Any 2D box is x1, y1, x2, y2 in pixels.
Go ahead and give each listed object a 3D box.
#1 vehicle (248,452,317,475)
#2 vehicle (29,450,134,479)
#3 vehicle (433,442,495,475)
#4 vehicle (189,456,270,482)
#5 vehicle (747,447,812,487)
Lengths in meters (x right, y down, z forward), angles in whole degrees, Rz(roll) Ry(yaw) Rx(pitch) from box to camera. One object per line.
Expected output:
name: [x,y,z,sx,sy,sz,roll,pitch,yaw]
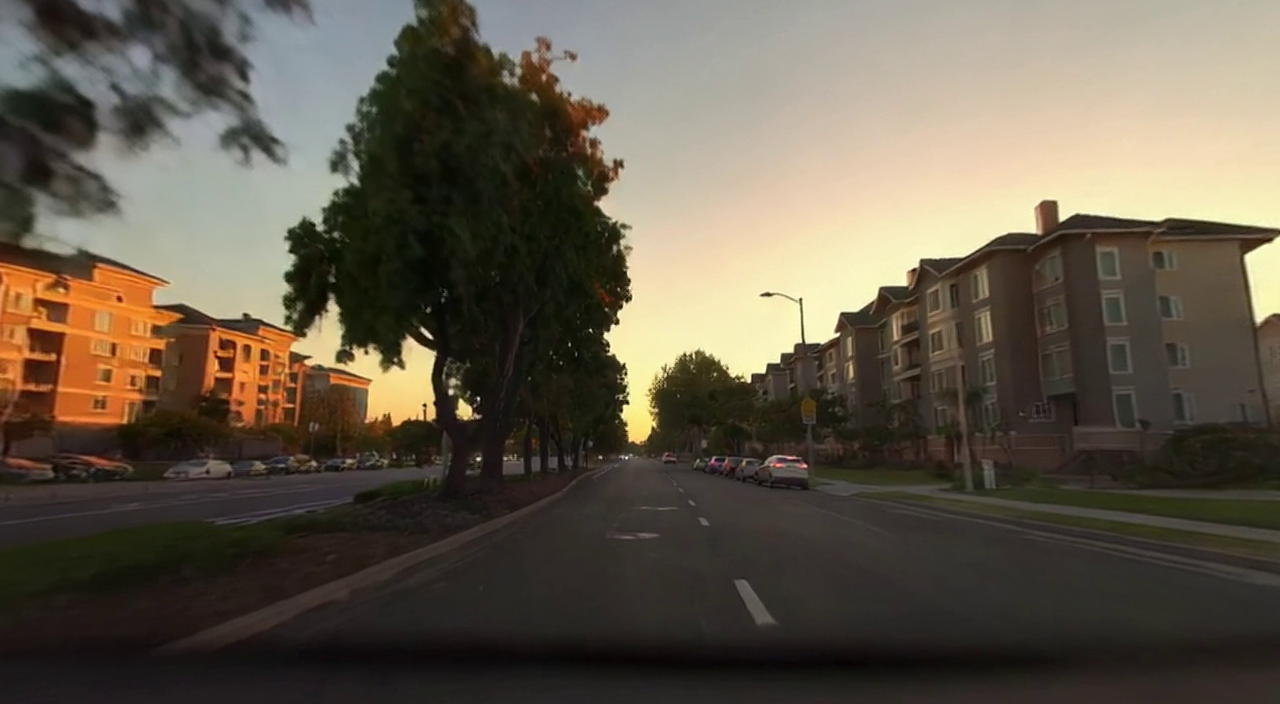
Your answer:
vehicle: [-25.543,7.948,45.155,1.939,1.514,4.793,0,-9,3]
vehicle: [-32.473,6.528,36.692,1.836,1.533,4.324,-8,-12,43]
vehicle: [-11.823,7.190,42.857,2.445,2.105,5.995,0,-9,0]
vehicle: [-25.761,7.317,39.675,1.931,1.427,4.578,0,-9,1]
vehicle: [7.060,5.833,32.430,2.241,1.877,4.810,0,-9,0]
